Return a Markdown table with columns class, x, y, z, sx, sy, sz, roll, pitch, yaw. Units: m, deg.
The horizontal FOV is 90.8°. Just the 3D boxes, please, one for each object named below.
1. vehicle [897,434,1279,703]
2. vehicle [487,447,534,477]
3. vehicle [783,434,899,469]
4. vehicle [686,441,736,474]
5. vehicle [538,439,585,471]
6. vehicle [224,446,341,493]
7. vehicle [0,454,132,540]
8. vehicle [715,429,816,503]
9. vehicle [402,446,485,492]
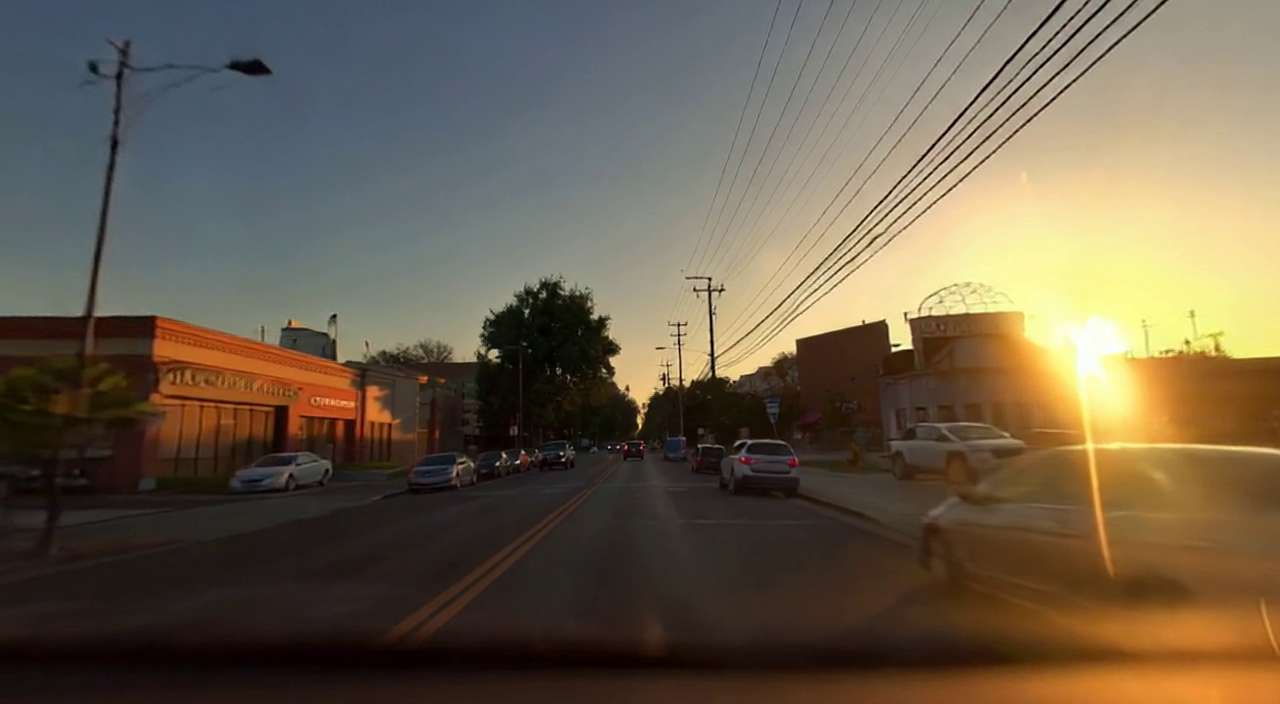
| class | x | y | z | sx | sy | sz | roll | pitch | yaw |
| --- | --- | --- | --- | --- | --- | --- | --- | --- | --- |
| vehicle | 3.589 | 1.292 | 4.128 | 1.866 | 1.439 | 4.482 | 0 | -9 | -1 |
| vehicle | -8.223 | 6.991 | 40.508 | 1.791 | 1.622 | 5.056 | -2 | -7 | 2 |
| vehicle | 9.885 | 4.934 | 31.293 | 5.084 | 1.641 | 1.848 | 0 | -9 | -1 |
| vehicle | 3.627 | 5.537 | 33.291 | 2.136 | 1.586 | 4.919 | 0 | -9 | 1 |
| vehicle | -5.092 | 6.714 | 41.365 | 2.152 | 1.918 | 4.217 | -3 | -8 | 5 |
| vehicle | -14.792 | 4.857 | 26.569 | 1.969 | 1.741 | 5.148 | 0 | -9 | -1 |
| vehicle | -13.892 | 2.942 | 12.869 | 5.266 | 1.506 | 2.246 | -2 | -8 | 3 |
| vehicle | 3.484 | 3.302 | 18.540 | 2.025 | 1.843 | 4.883 | -1 | -9 | 1 |
| vehicle | -8.398 | 4.991 | 27.544 | 2.113 | 1.665 | 5.062 | 0 | -7 | -2 |
